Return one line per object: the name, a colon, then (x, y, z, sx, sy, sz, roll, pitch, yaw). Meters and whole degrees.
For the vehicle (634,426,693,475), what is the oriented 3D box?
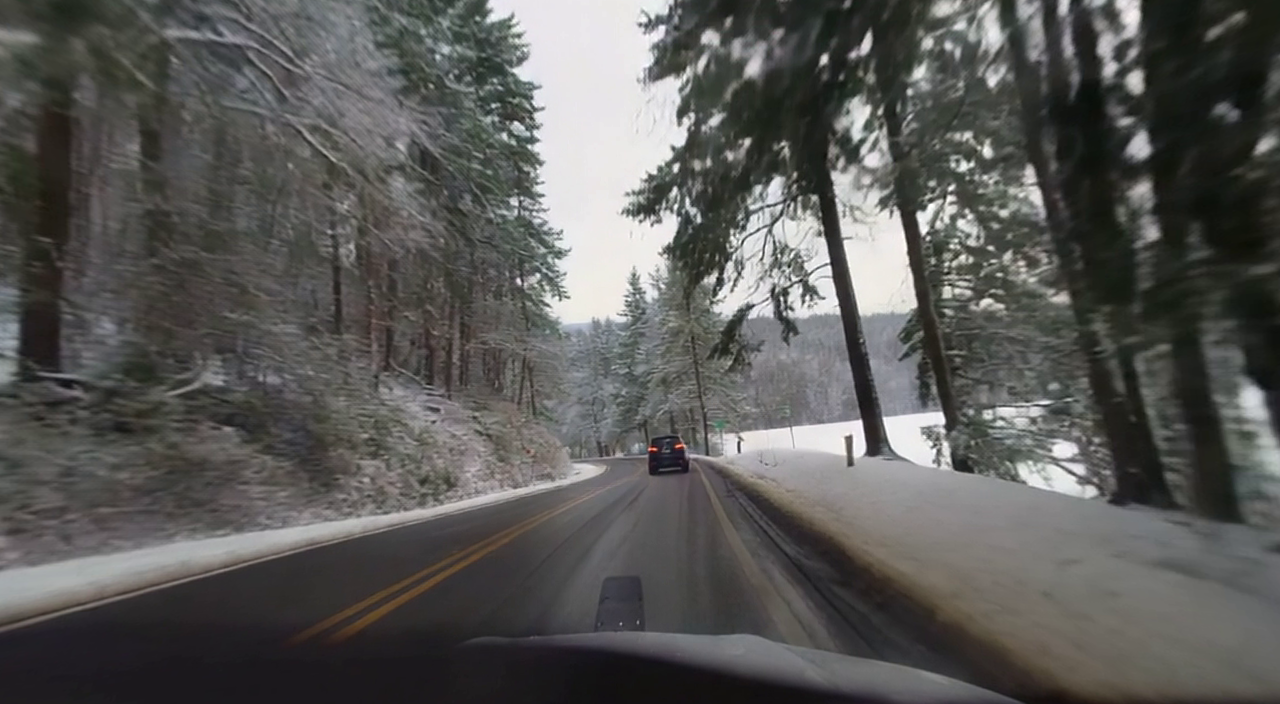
vehicle: (1.176, 4.903, 31.371, 2.469, 1.953, 5.605, -7, -9, 2)
